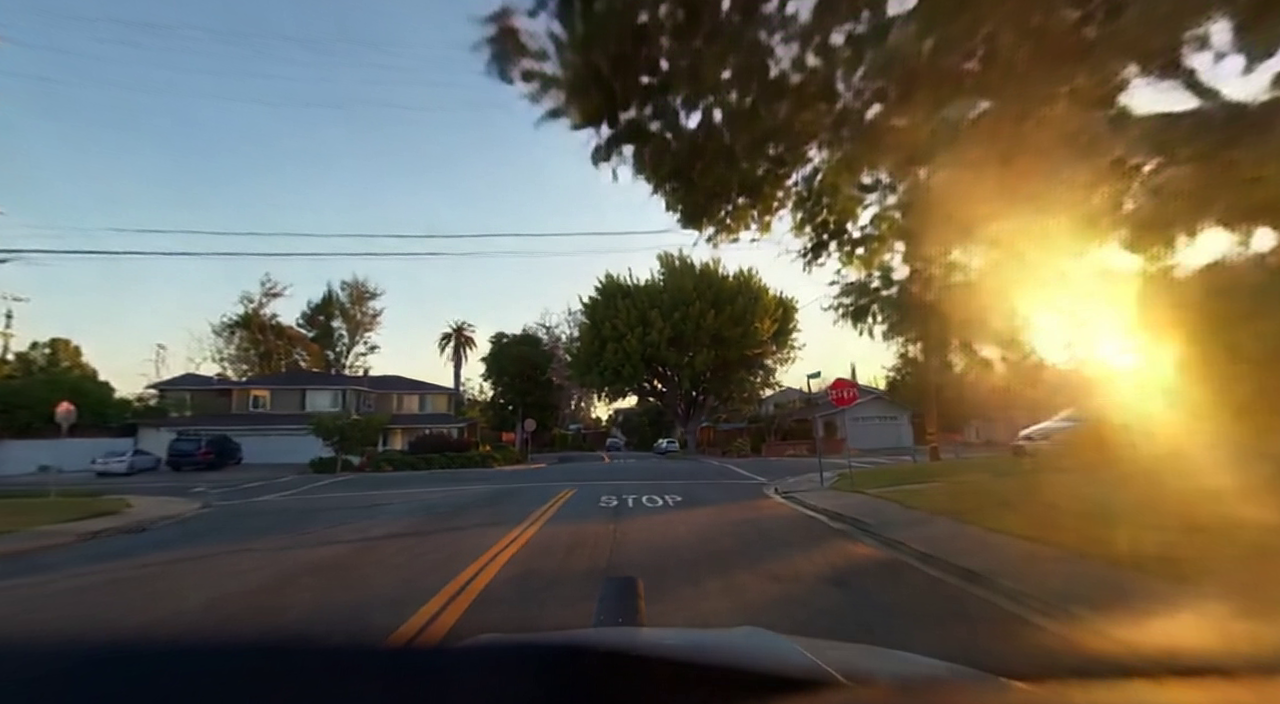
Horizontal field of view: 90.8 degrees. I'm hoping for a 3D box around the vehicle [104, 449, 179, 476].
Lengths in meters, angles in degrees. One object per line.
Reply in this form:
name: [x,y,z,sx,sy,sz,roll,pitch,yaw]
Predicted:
vehicle: [-27.388,6.057,34.856,1.864,1.337,3.943,3,-9,-17]
